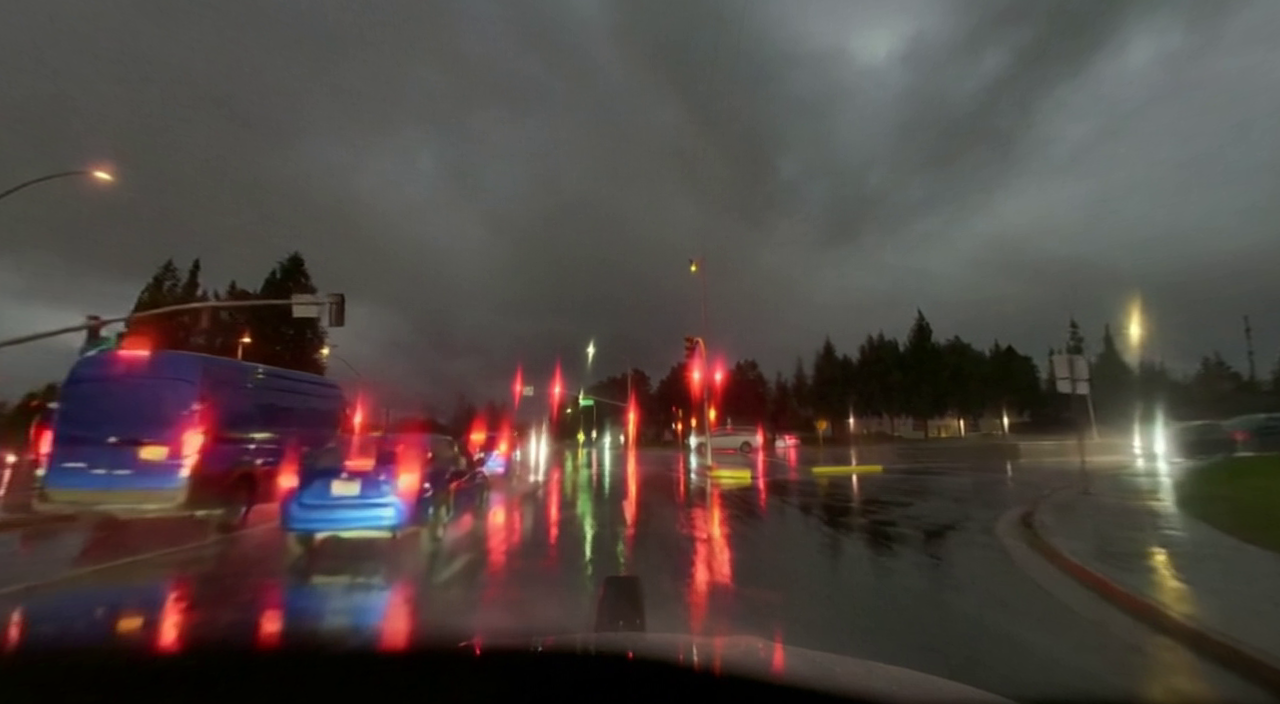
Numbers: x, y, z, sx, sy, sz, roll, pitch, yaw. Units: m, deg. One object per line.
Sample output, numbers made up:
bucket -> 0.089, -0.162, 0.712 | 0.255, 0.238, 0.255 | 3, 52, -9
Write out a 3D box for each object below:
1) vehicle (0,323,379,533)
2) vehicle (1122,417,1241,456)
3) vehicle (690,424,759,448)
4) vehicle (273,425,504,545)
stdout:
vehicle -> -7.643, 1.542, 12.097 | 2.461, 2.889, 6.776 | 0, -9, -2
vehicle -> 22.244, 3.509, 25.913 | 3.718, 1.480, 1.981 | 3, -9, -19
vehicle -> 6.174, 6.195, 46.129 | 4.884, 1.714, 2.021 | -1, -9, 8
vehicle -> -3.646, 2.020, 10.236 | 2.019, 1.485, 4.565 | 1, -9, -2
